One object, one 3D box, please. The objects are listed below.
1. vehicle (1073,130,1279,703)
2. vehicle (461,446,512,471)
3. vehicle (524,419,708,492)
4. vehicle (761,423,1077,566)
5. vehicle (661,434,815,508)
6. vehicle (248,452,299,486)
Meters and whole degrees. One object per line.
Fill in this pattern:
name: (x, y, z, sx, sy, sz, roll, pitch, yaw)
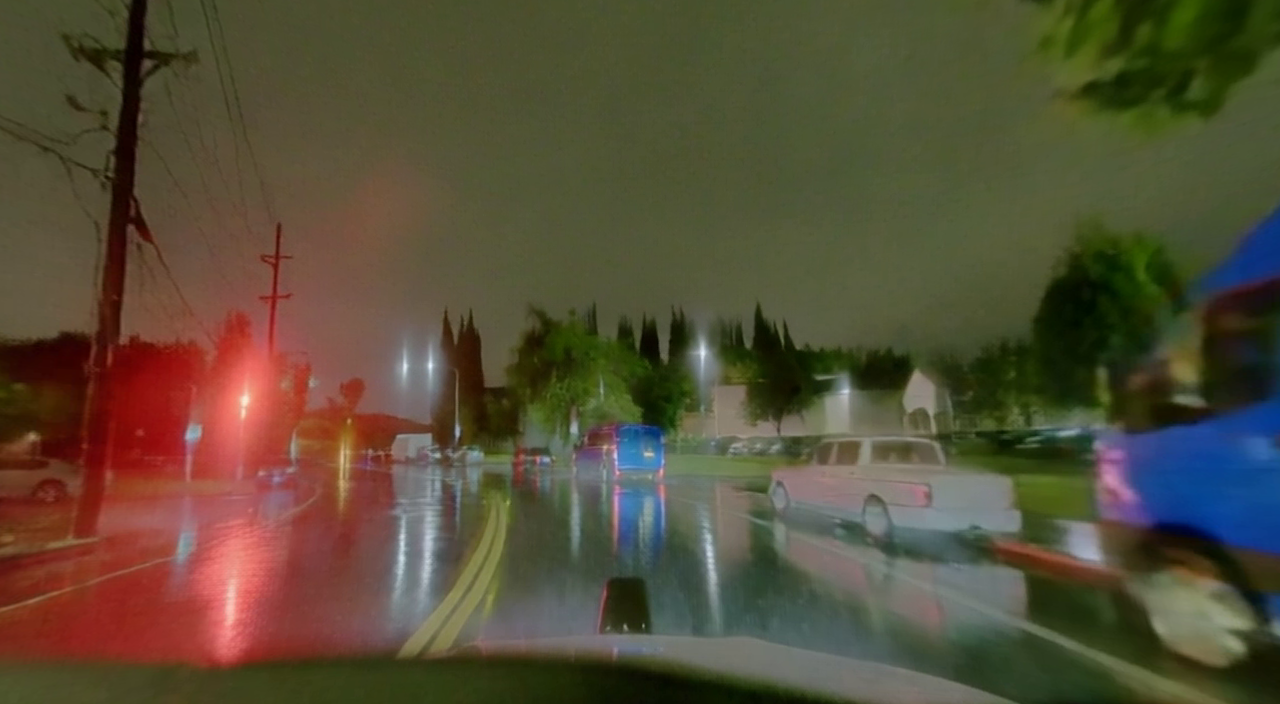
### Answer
vehicle: (4.244, -0.012, 0.725, 2.406, 2.689, 6.916, 0, -8, -1)
vehicle: (-9.623, 6.591, 39.199, 1.804, 1.453, 4.462, 5, -10, -30)
vehicle: (-1.520, 4.018, 24.813, 3.041, 2.164, 10.370, 2, -9, -27)
vehicle: (3.370, 1.808, 8.885, 1.961, 1.456, 4.569, 1, -8, -7)
vehicle: (2.112, 2.754, 15.159, 1.957, 1.479, 4.554, 2, -9, -15)
vehicle: (-18.620, 5.862, 31.953, 1.950, 1.489, 4.214, 4, -9, -33)
